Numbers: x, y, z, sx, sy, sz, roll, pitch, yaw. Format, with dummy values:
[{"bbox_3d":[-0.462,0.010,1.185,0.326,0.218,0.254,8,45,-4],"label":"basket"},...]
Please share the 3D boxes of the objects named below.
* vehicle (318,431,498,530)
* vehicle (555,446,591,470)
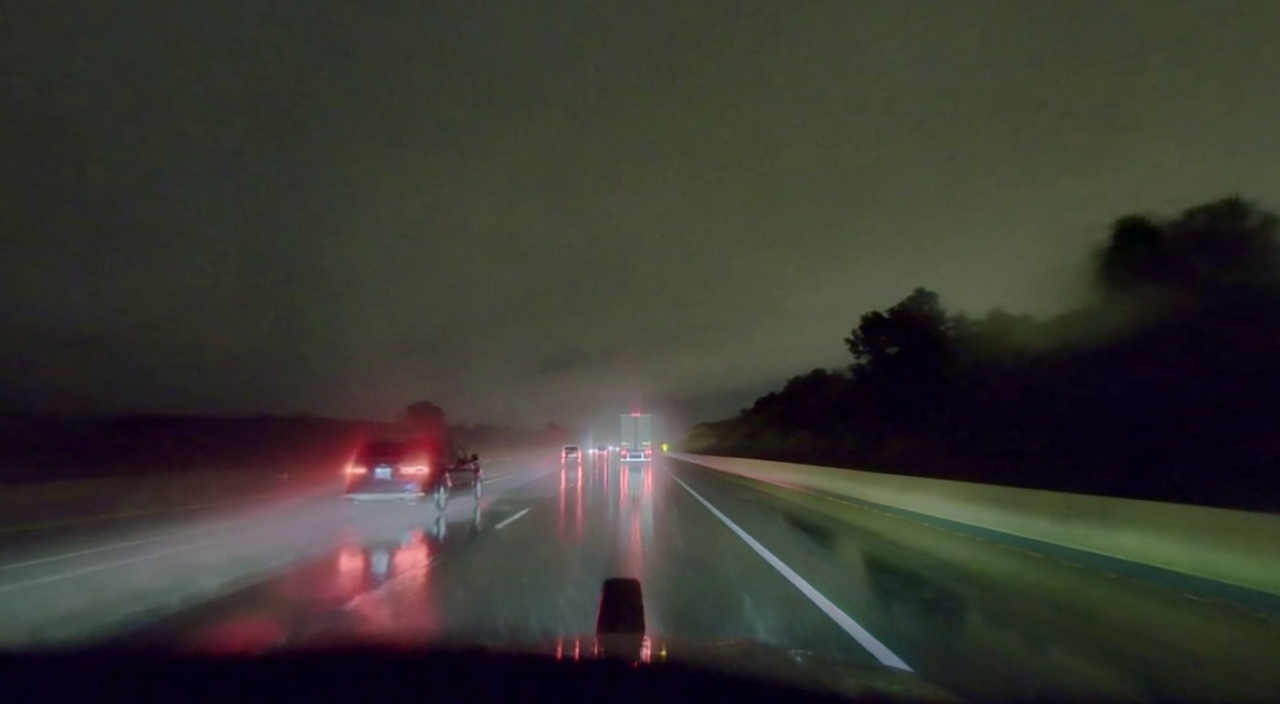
[{"bbox_3d":[-4.330,2.457,12.648,1.991,1.618,4.211,0,-9,0],"label":"vehicle"},{"bbox_3d":[-4.497,7.153,42.787,1.978,1.507,4.062,0,-9,0],"label":"vehicle"}]
